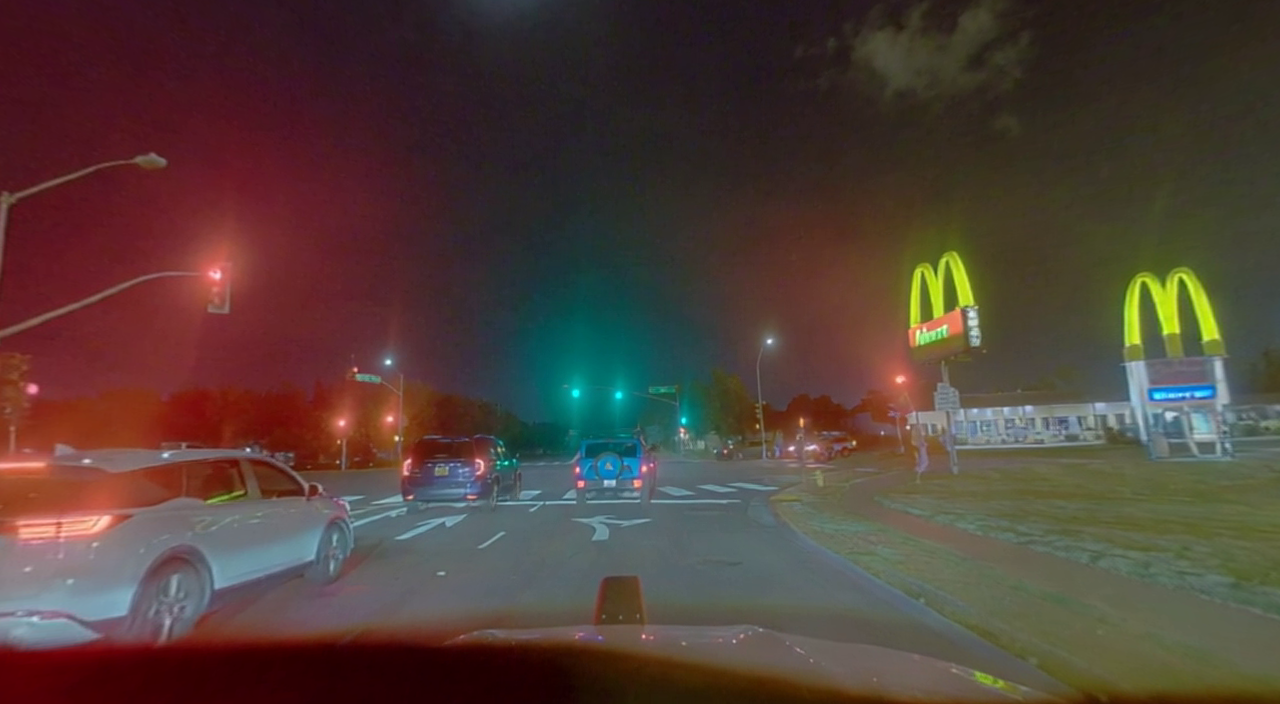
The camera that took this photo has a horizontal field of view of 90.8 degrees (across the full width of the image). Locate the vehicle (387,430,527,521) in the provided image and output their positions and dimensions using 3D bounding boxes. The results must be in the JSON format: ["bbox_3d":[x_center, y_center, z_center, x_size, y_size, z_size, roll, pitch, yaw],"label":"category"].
[{"bbox_3d":[-4.136,2.855,15.197,2.130,1.819,4.497,0,-8,-2],"label":"vehicle"}]

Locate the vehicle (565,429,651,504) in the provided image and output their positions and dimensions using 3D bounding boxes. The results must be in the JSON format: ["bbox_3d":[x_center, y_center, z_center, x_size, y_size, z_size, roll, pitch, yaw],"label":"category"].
[{"bbox_3d":[-0.933,3.314,18.766,2.224,1.923,4.643,1,-8,-3],"label":"vehicle"}]

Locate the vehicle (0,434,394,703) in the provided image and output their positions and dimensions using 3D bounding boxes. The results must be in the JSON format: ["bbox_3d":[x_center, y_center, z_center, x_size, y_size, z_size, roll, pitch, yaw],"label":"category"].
[{"bbox_3d":[-3.976,1.489,5.428,1.941,1.479,4.541,0,-8,-1],"label":"vehicle"}]
